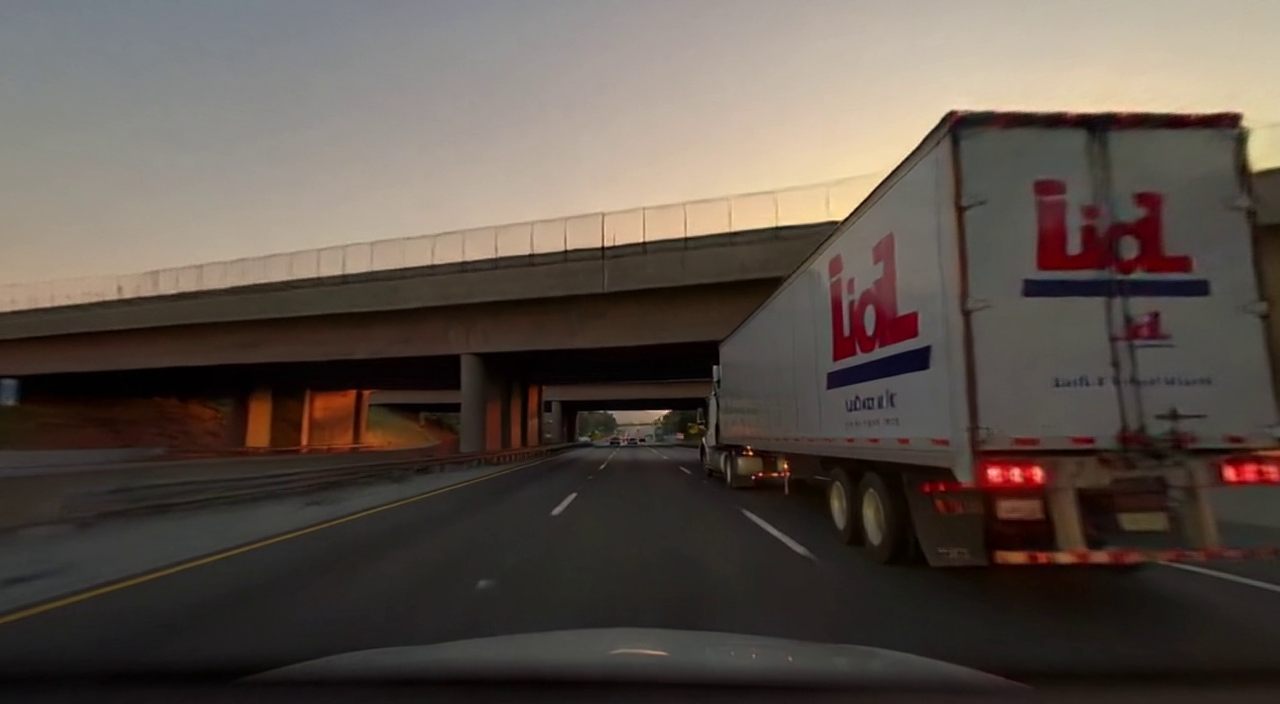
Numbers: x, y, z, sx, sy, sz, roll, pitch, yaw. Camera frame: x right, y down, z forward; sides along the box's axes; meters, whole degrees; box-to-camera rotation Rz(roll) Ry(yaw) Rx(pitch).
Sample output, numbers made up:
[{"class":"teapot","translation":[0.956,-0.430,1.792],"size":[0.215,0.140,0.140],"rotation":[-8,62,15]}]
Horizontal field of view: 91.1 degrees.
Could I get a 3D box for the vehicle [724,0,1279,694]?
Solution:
[{"class":"vehicle","translation":[4.098,0.577,10.665],"size":[3.034,4.194,14.704],"rotation":[0,-8,-1]}]
